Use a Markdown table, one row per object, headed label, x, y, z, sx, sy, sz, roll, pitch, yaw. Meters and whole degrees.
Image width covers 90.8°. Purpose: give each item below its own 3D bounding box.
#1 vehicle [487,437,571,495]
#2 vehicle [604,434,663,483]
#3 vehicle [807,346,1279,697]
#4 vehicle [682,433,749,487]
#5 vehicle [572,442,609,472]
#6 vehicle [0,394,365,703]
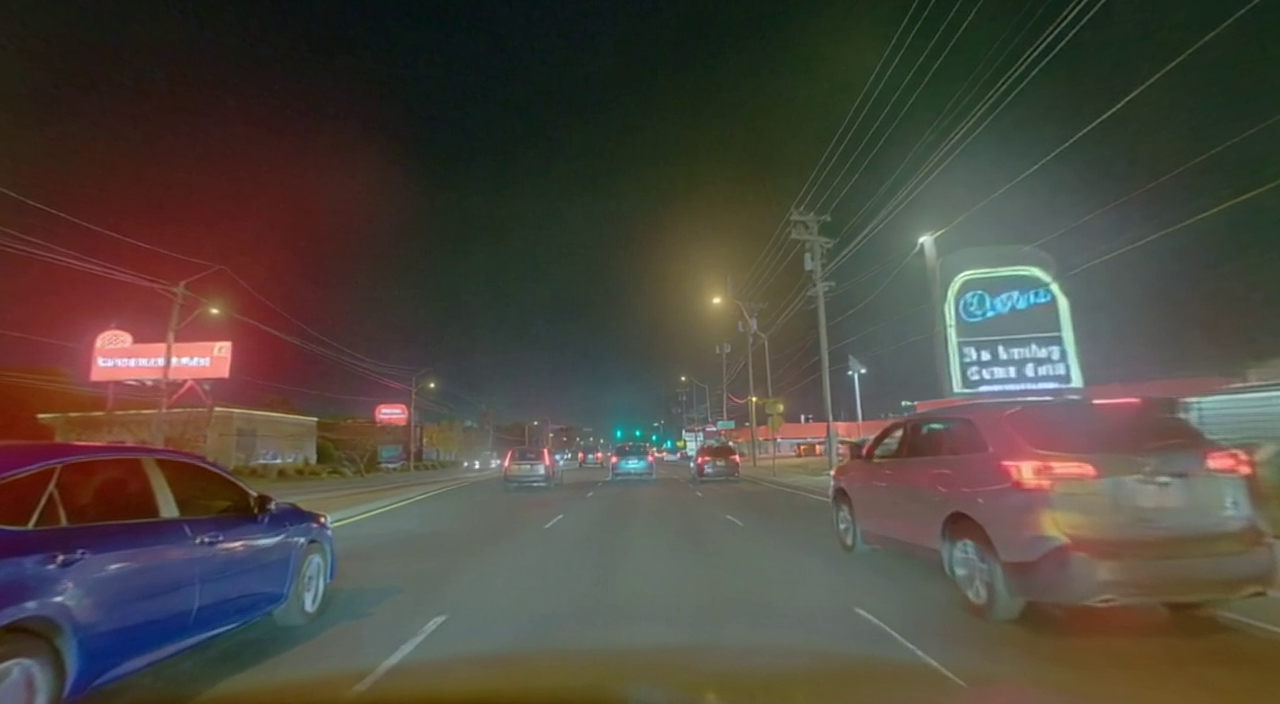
| label | x | y | z | sx | sy | sz | roll | pitch | yaw |
| --- | --- | --- | --- | --- | --- | --- | --- | --- | --- |
| vehicle | -3.511 | 3.660 | 20.692 | 2.051 | 1.671 | 3.861 | 0 | -8 | 0 |
| vehicle | -0.316 | 4.574 | 27.405 | 2.326 | 1.925 | 4.253 | 0 | -8 | -1 |
| vehicle | 3.429 | 1.257 | 5.962 | 2.282 | 1.897 | 4.915 | 0 | -8 | -1 |
| vehicle | 2.885 | 4.214 | 24.984 | 2.026 | 1.904 | 4.102 | 0 | -8 | -1 |
| vehicle | -3.576 | 7.660 | 46.594 | 2.405 | 2.009 | 5.909 | 0 | -8 | -1 |
| vehicle | -3.246 | 1.005 | 2.867 | 2.022 | 1.498 | 4.471 | 0 | -8 | -1 |
